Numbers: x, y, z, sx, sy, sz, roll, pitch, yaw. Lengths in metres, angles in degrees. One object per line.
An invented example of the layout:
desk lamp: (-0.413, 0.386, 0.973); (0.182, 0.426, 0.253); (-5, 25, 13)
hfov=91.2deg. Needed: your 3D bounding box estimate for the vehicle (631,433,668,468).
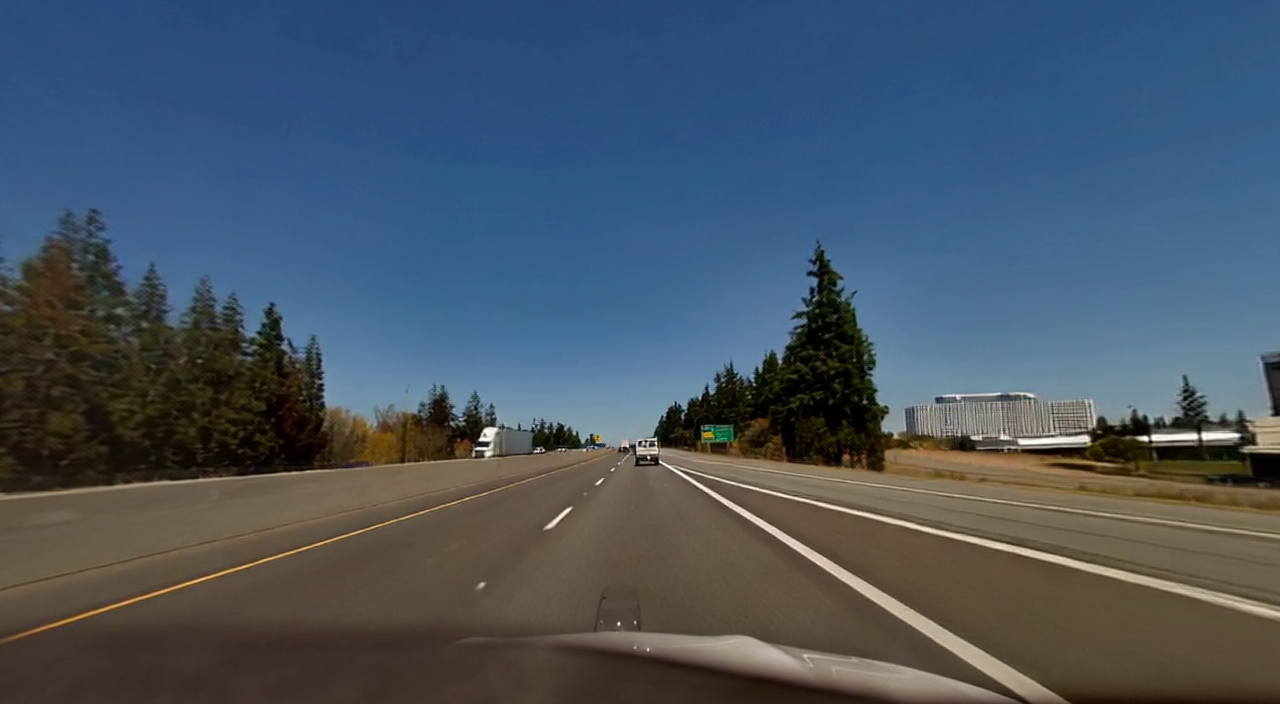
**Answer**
vehicle: (0.606, 6.321, 40.289); (2.268, 2.122, 4.595); (-1, -9, 1)
